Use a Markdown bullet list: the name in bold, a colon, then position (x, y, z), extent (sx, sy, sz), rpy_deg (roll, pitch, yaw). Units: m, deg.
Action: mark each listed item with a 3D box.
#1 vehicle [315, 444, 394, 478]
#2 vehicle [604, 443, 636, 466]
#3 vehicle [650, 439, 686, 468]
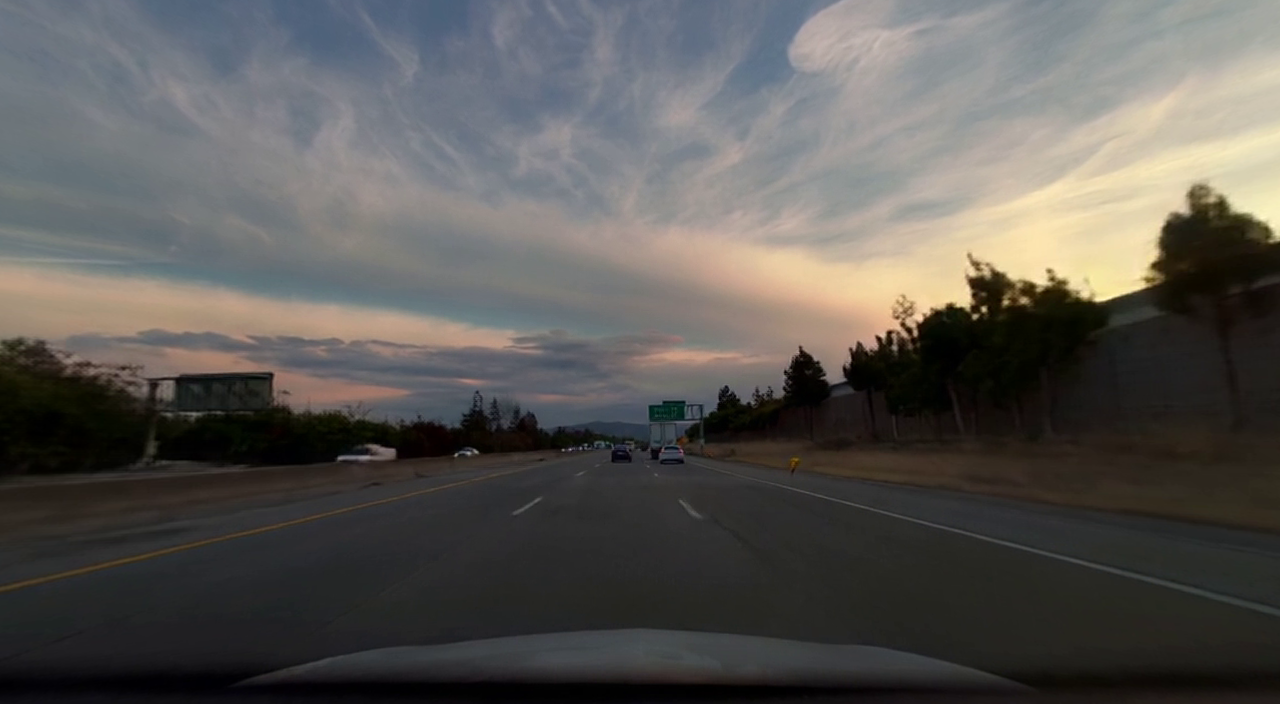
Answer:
- **vehicle**: position (-14.470, 5.550, 32.298), extent (1.941, 1.588, 4.536), rpy_deg (0, -9, -1)
- **vehicle**: position (-1.403, 7.390, 45.540), extent (2.173, 1.598, 4.293), rpy_deg (0, -9, -1)
- **vehicle**: position (1.917, 7.115, 44.471), extent (2.139, 1.925, 4.312), rpy_deg (0, -9, -3)
